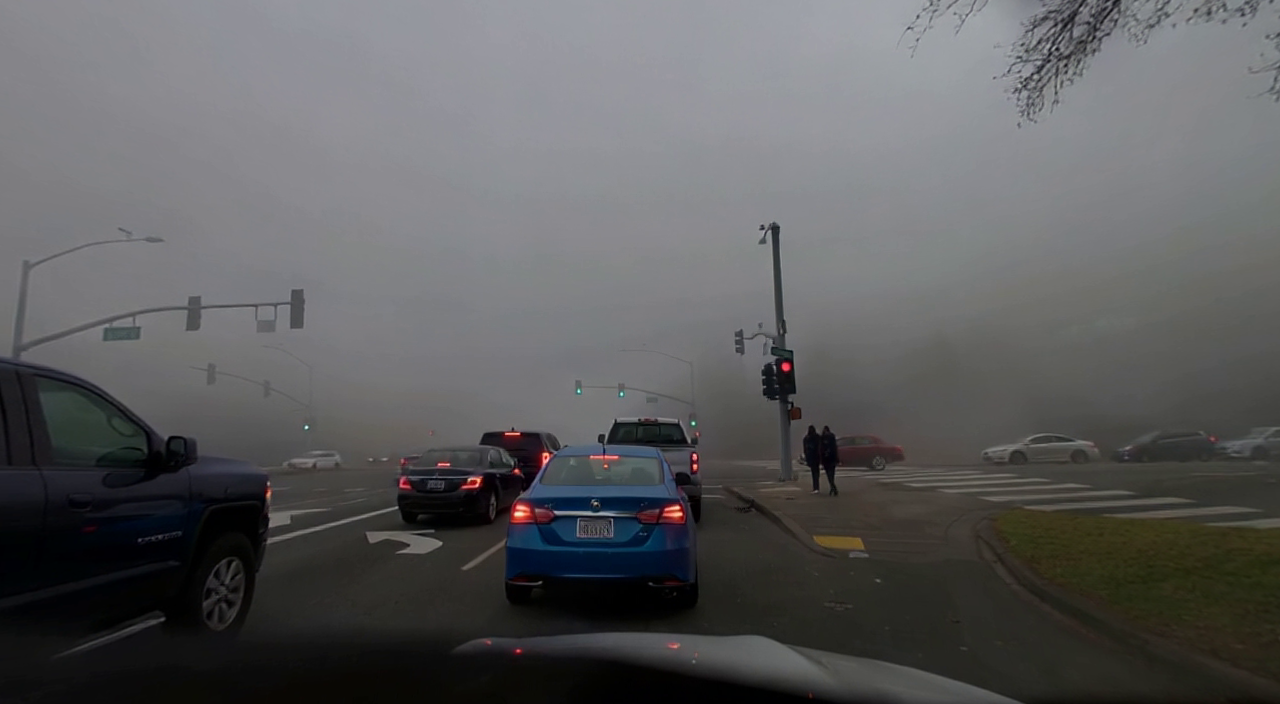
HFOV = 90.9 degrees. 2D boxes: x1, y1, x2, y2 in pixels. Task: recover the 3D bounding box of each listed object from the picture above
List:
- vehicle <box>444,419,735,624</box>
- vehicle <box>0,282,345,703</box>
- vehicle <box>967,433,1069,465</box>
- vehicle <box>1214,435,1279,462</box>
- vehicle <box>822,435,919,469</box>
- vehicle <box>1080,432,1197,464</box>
[{"bbox_3d":[-0.375,1.593,6.947,2.144,1.497,4.446,0,-9,0],"label":"vehicle"},{"bbox_3d":[-3.687,0.750,2.822,2.202,1.961,4.980,0,-9,1],"label":"vehicle"},{"bbox_3d":[21.939,5.658,36.709,4.529,1.786,2.110,0,-9,2],"label":"vehicle"},{"bbox_3d":[36.257,5.519,36.144,4.643,1.464,1.840,0,-9,2],"label":"vehicle"},{"bbox_3d":[12.200,5.341,33.624,4.394,1.724,1.886,0,-9,1],"label":"vehicle"},{"bbox_3d":[28.933,5.577,36.712,4.967,1.794,2.044,0,-9,2],"label":"vehicle"}]
